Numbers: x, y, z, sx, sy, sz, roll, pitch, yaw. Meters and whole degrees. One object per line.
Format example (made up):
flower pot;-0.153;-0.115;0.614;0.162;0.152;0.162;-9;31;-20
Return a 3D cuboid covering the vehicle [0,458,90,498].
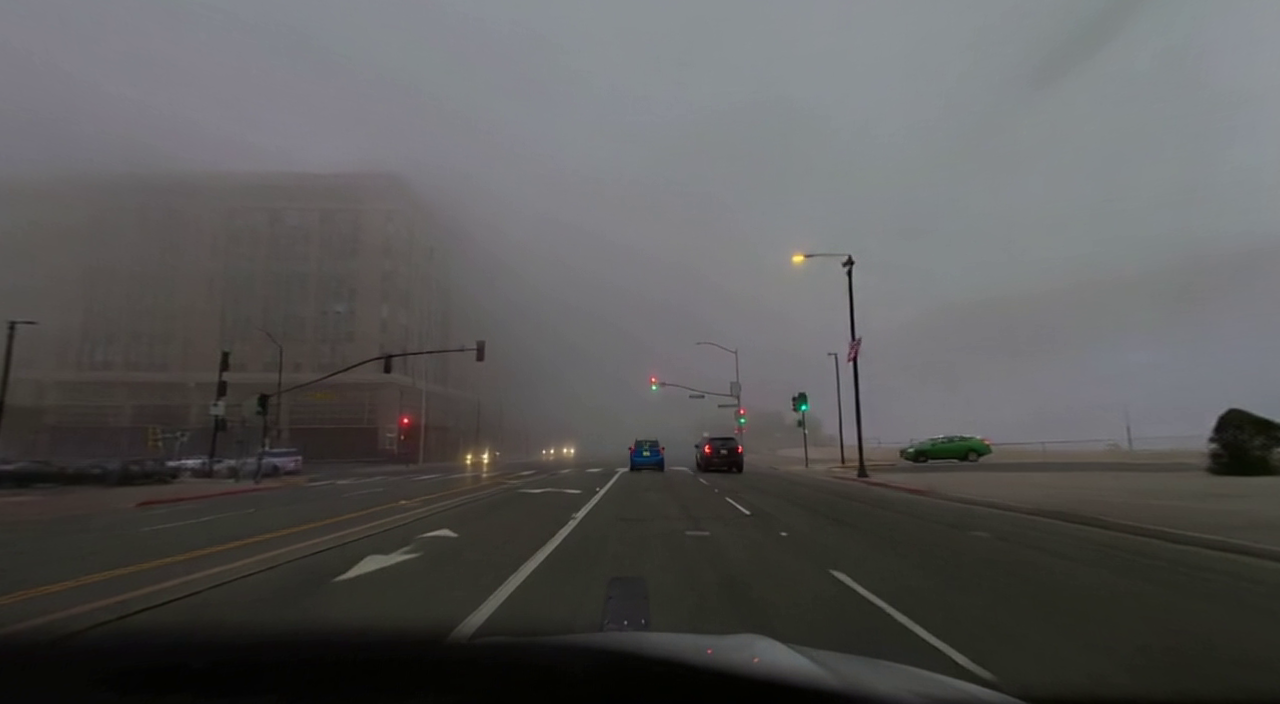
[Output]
vehicle;-31.154;6.410;31.963;2.028;1.656;5.029;-7;-8;1

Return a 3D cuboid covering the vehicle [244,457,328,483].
vehicle;-23.684;7.894;42.244;4.404;1.618;1.968;0;-9;1

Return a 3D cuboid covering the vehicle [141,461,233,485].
vehicle;-30.166;8.037;42.063;4.452;1.517;2.095;0;-9;2

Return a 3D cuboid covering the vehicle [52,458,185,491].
vehicle;-25.783;6.043;31.317;4.499;1.503;2.151;1;-9;-6

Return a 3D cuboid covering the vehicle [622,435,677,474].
vehicle;0.350;4.504;27.891;2.245;1.587;4.094;0;-9;-1

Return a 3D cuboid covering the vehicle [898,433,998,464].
vehicle;17.349;5.435;35.627;4.556;1.693;2.030;0;-8;-1

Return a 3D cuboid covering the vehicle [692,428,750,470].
vehicle;3.908;4.815;31.388;2.159;1.938;4.836;0;-9;-1
